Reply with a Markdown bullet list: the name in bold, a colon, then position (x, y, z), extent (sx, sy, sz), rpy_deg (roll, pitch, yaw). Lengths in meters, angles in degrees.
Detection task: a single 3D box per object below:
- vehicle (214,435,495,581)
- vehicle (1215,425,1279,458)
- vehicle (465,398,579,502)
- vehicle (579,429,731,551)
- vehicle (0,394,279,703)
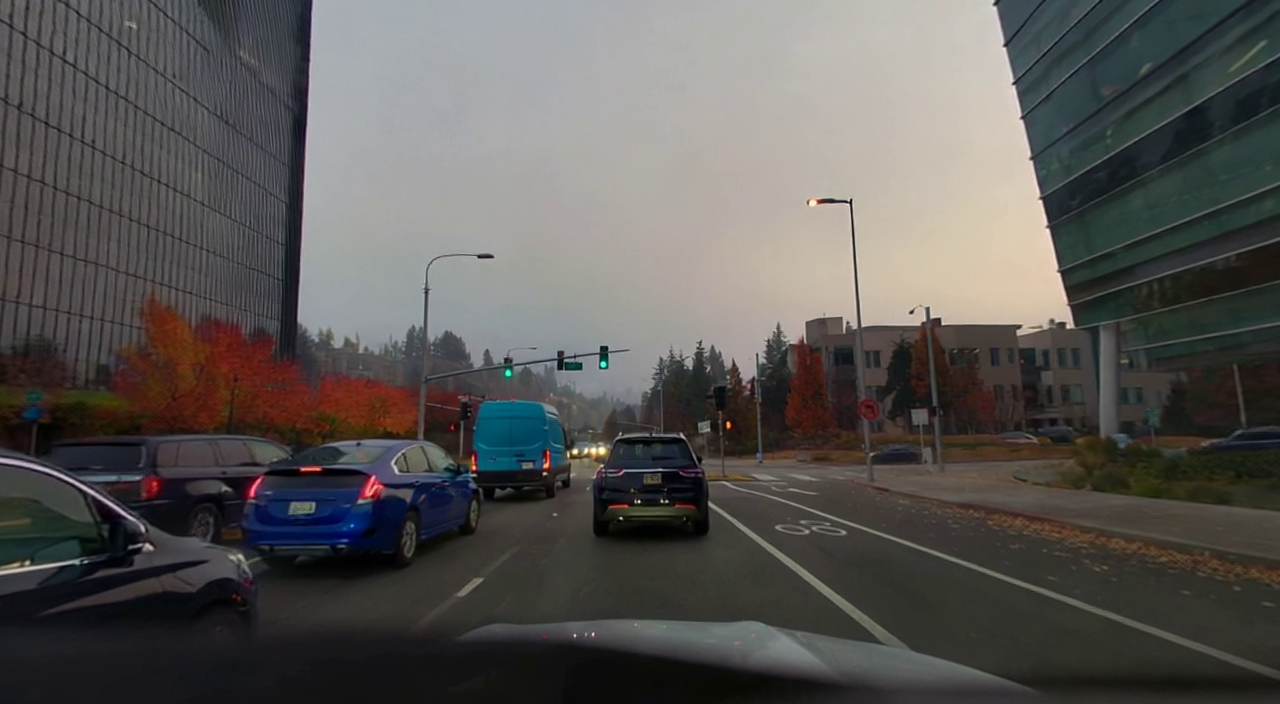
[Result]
- **vehicle**: position (-3.500, 1.968, 8.766), extent (1.955, 1.499, 4.223), rpy_deg (0, -9, 0)
- **vehicle**: position (28.545, 4.035, 28.179), extent (1.631, 1.416, 3.914), rpy_deg (0, -9, 0)
- **vehicle**: position (-3.297, 2.937, 18.957), extent (2.343, 2.635, 5.684), rpy_deg (0, -9, 0)
- **vehicle**: position (0.169, 2.092, 10.097), extent (1.979, 1.562, 3.630), rpy_deg (0, -9, -1)
- **vehicle**: position (-2.905, 0.815, 1.425), extent (1.893, 1.491, 3.798), rpy_deg (0, -9, 0)
